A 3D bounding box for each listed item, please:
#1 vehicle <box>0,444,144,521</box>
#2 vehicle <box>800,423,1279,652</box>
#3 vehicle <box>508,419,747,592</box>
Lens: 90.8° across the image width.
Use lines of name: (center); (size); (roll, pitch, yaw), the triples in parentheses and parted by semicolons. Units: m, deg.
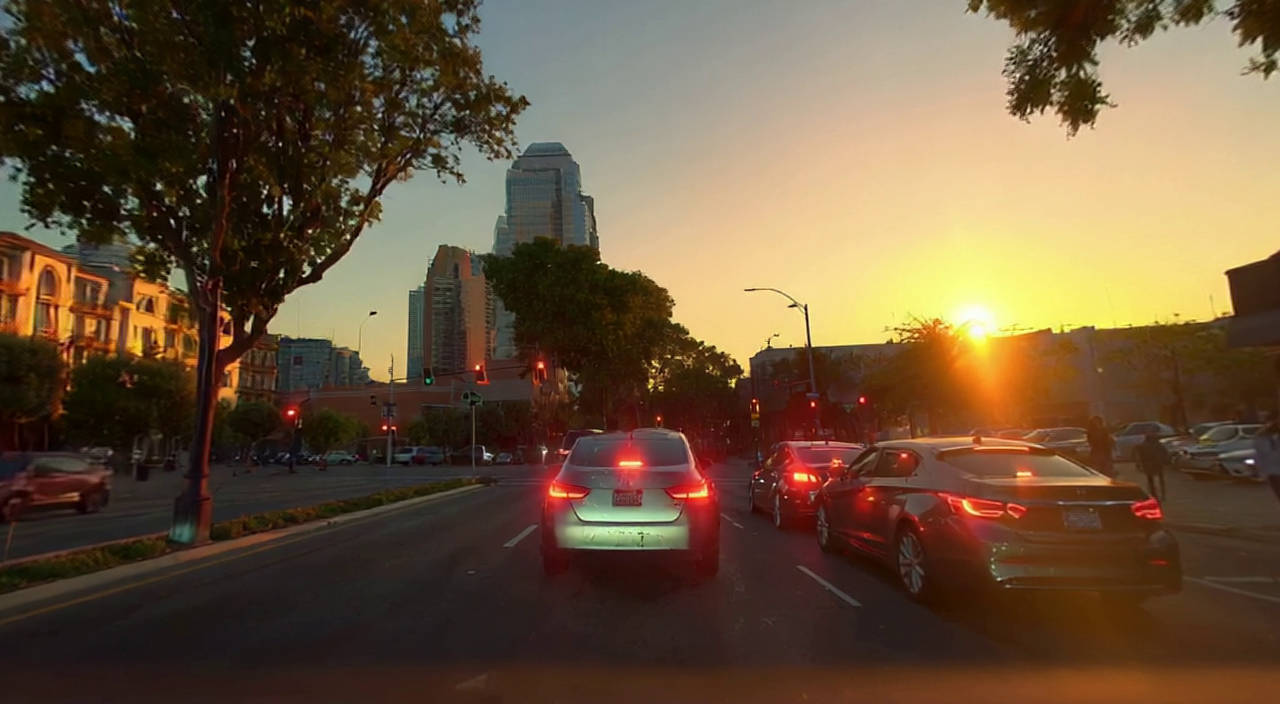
vehicle: (-14.676, 3.089, 15.483); (1.933, 1.614, 4.042); (0, -9, -4)
vehicle: (3.209, 1.543, 6.423); (1.912, 1.454, 4.537); (0, -9, -1)
vehicle: (-0.139, 1.669, 7.688); (2.118, 1.512, 4.013); (0, -9, -1)
